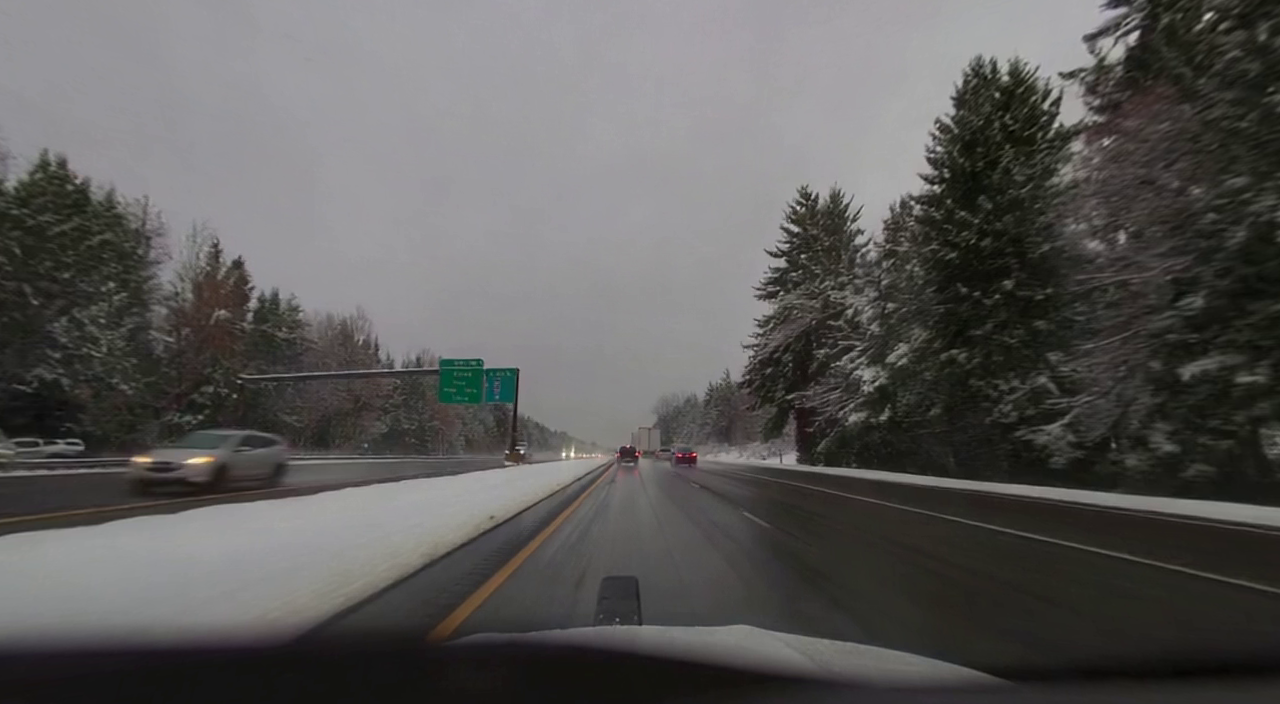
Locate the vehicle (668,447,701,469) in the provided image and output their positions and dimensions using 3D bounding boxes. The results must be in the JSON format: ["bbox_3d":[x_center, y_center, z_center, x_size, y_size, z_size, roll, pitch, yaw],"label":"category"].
[{"bbox_3d":[3.217,7.730,45.935,1.968,1.513,3.911,0,-9,-2],"label":"vehicle"}]

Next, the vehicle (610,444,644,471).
[{"bbox_3d":[-0.860,7.017,41.948,2.151,1.693,4.201,0,-9,-1],"label":"vehicle"}]

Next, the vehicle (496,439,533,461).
[{"bbox_3d":[-9.459,7.435,47.500,1.922,1.561,4.160,0,-9,-1],"label":"vehicle"}]

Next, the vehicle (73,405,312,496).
[{"bbox_3d":[-8.948,2.041,13.102,1.894,1.557,4.204,0,-9,-1],"label":"vehicle"}]
